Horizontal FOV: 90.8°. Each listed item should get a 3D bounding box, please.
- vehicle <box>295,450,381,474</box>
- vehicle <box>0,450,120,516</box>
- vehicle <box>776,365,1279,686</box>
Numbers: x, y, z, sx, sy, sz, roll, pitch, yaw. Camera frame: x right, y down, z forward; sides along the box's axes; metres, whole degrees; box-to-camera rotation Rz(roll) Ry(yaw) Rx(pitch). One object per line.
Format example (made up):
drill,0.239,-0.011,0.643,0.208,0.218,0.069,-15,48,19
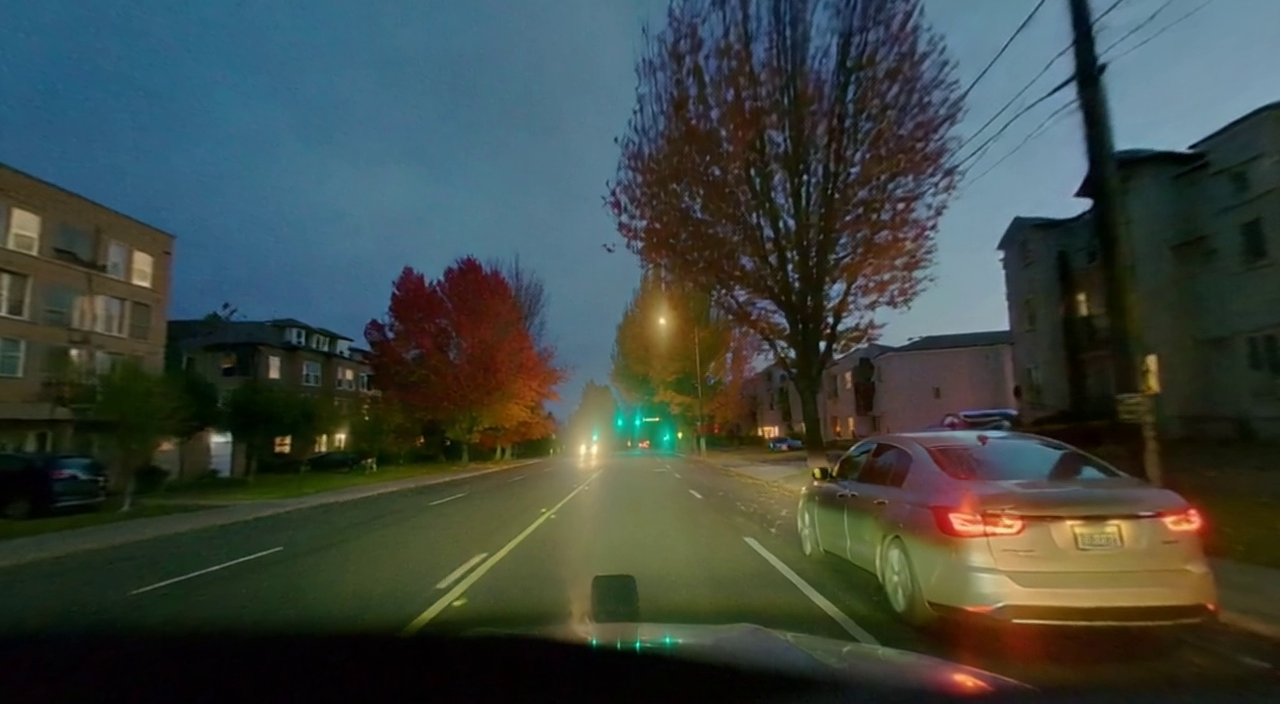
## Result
vehicle,-19.616,7.145,41.212,4.610,1.463,1.841,0,-9,-7
vehicle,-15.849,3.260,15.968,1.881,1.490,4.430,0,-8,-5
vehicle,3.026,1.327,6.077,2.224,1.791,4.834,0,-8,-1
